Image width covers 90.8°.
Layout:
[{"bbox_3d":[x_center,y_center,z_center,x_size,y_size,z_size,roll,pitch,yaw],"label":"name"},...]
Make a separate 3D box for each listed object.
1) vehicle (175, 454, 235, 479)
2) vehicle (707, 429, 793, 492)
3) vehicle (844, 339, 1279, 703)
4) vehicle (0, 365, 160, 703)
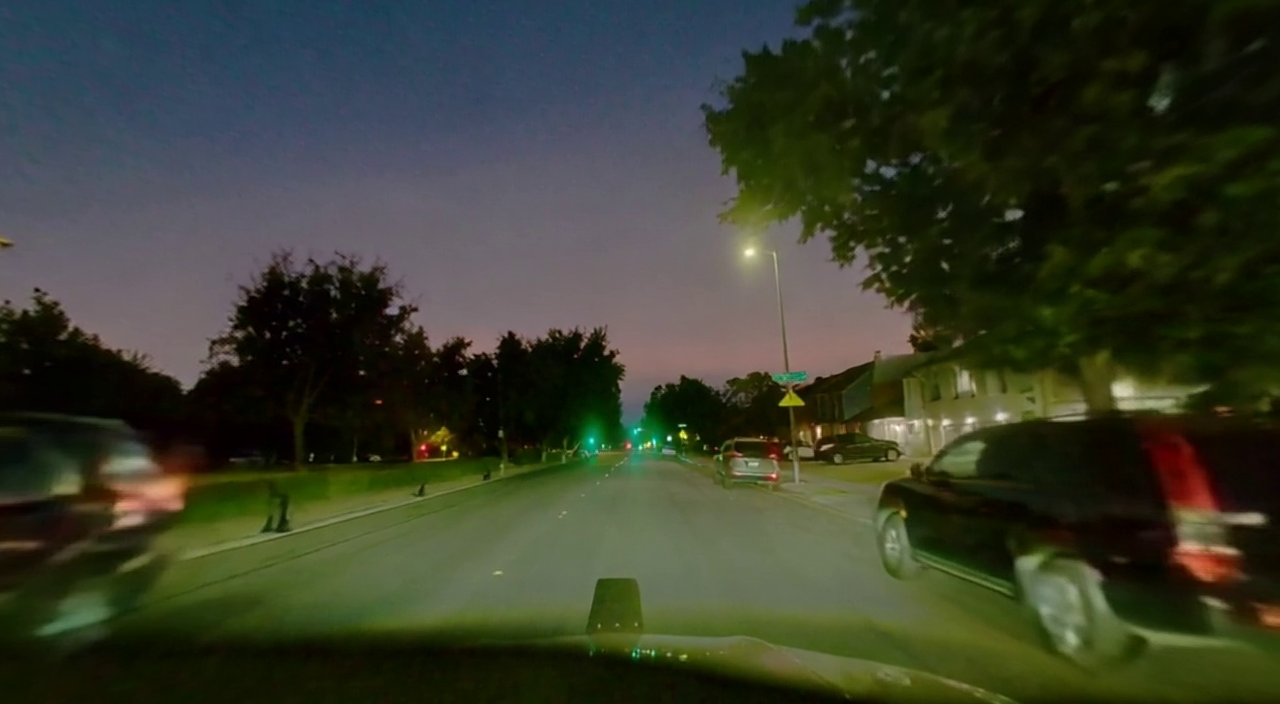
[{"bbox_3d":[-29.097,7.597,42.206,4.558,1.495,1.925,-7,-11,38],"label":"vehicle"},{"bbox_3d":[3.443,3.502,20.682,1.949,1.807,4.224,0,-9,-1],"label":"vehicle"},{"bbox_3d":[3.494,1.174,4.767,2.125,1.772,4.629,0,-9,-3],"label":"vehicle"},{"bbox_3d":[-4.572,0.936,2.463,2.074,1.836,4.365,-6,-9,-1],"label":"vehicle"}]
